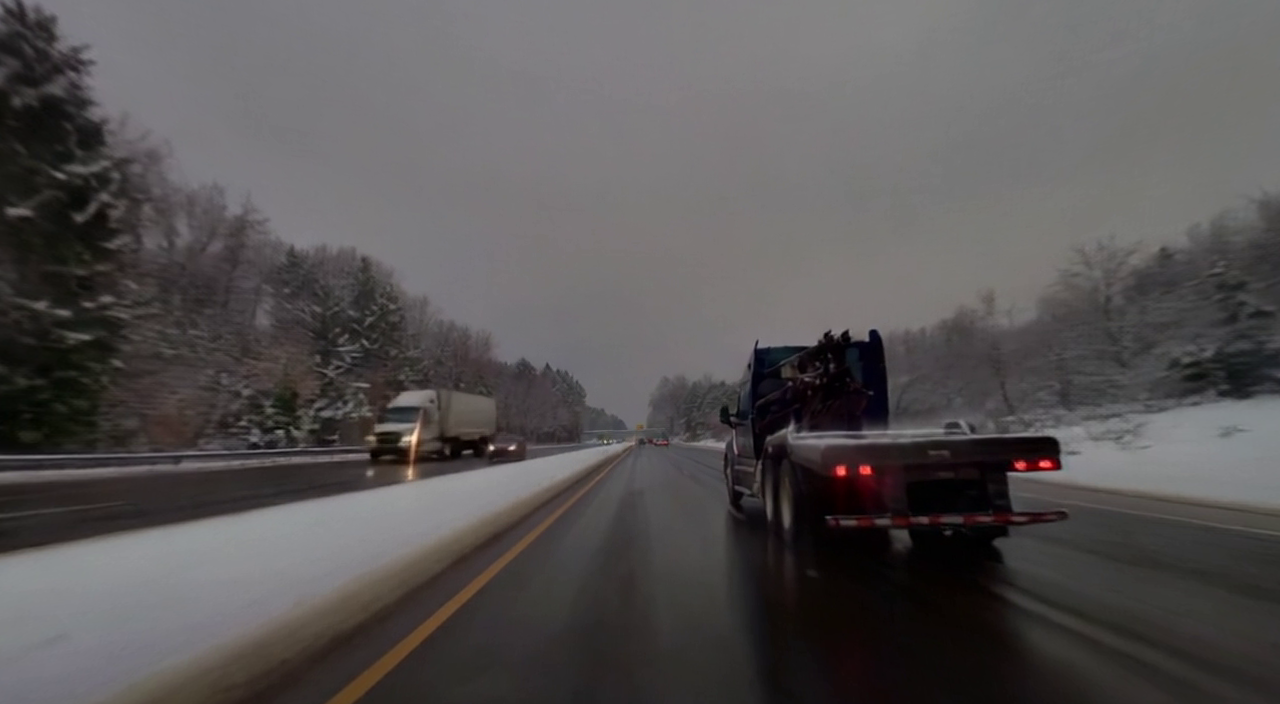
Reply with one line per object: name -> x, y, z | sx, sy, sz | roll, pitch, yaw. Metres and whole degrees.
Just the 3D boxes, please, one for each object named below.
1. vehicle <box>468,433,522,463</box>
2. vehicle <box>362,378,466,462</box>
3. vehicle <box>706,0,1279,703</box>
vehicle -> -7.741, 5.151, 33.958 | 1.915, 1.514, 3.866 | 0, -8, 1
vehicle -> -11.614, 3.688, 33.016 | 2.971, 3.993, 5.994 | 0, -8, 1
vehicle -> 3.666, 0.618, 10.346 | 3.691, 4.331, 13.909 | 0, -8, 0
